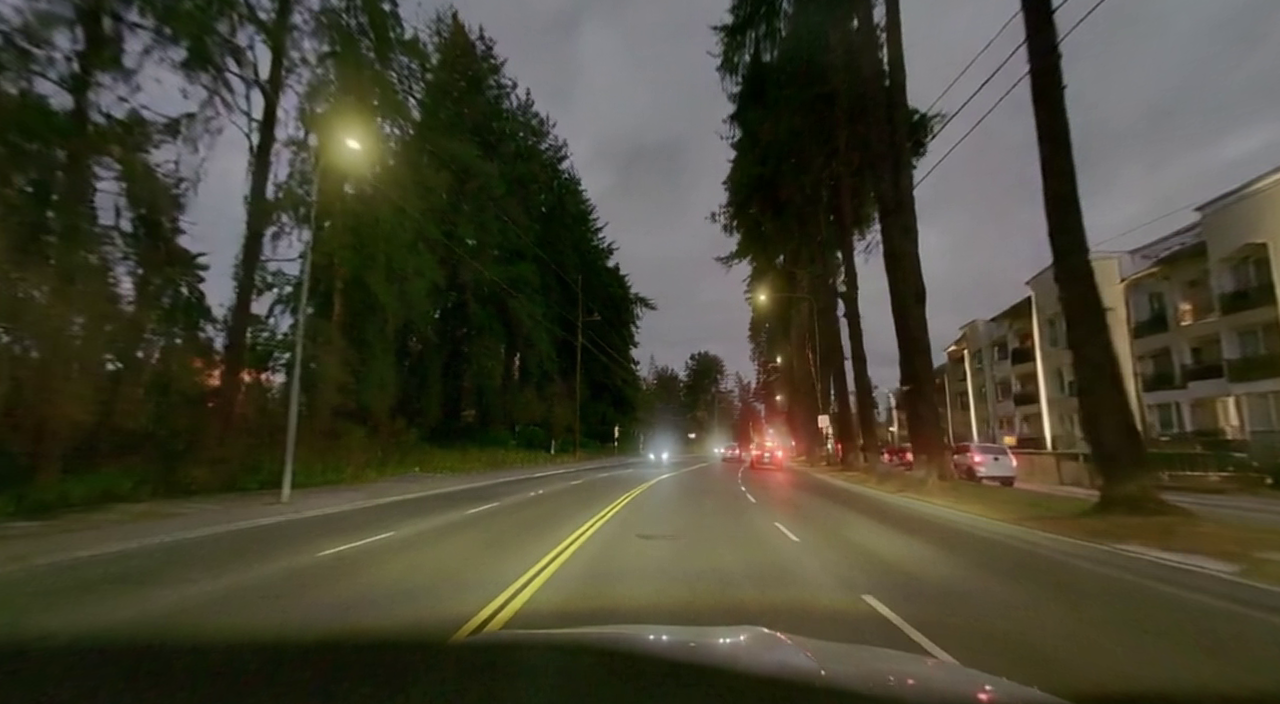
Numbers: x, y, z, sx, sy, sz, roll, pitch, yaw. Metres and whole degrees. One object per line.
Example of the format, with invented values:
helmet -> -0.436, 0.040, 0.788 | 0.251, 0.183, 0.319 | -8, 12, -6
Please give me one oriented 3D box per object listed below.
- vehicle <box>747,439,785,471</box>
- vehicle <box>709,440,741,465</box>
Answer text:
vehicle -> 7.673, 6.286, 38.605 | 2.069, 1.791, 4.422 | -1, -8, 9
vehicle -> 6.669, 7.819, 48.906 | 2.158, 1.852, 4.485 | -2, -9, 11
